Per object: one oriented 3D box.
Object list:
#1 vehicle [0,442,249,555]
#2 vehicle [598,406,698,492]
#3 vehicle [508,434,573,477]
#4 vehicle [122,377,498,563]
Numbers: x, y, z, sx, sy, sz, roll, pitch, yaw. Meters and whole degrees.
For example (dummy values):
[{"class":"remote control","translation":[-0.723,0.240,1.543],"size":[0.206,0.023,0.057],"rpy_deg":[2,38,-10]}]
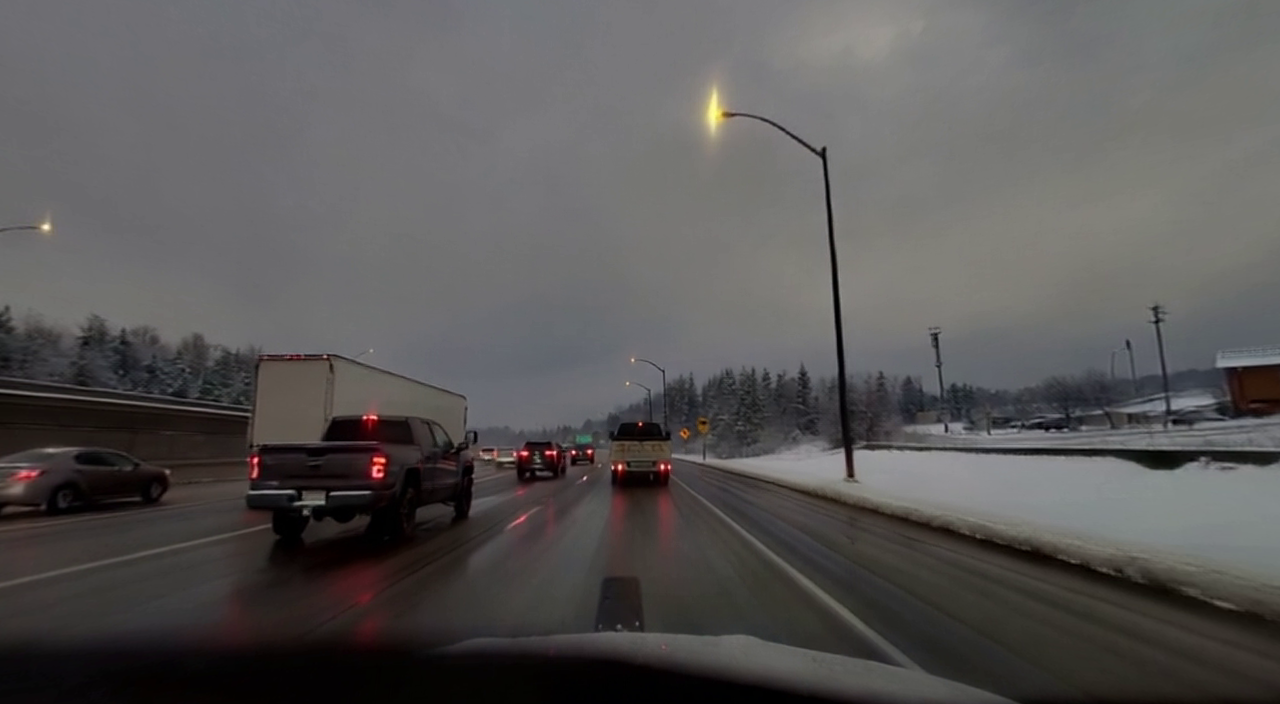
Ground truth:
[{"class":"vehicle","translation":[-8.568,2.177,10.138],"size":[1.893,1.409,4.154],"rpy_deg":[0,-9,1]},{"class":"vehicle","translation":[0.129,3.398,22.283],"size":[2.886,2.471,7.692],"rpy_deg":[0,-9,-1]},{"class":"vehicle","translation":[-4.664,4.961,30.486],"size":[2.329,1.859,4.823],"rpy_deg":[0,-9,0]},{"class":"vehicle","translation":[-4.148,1.683,9.626],"size":[2.575,1.958,5.730],"rpy_deg":[0,-9,1]}]
